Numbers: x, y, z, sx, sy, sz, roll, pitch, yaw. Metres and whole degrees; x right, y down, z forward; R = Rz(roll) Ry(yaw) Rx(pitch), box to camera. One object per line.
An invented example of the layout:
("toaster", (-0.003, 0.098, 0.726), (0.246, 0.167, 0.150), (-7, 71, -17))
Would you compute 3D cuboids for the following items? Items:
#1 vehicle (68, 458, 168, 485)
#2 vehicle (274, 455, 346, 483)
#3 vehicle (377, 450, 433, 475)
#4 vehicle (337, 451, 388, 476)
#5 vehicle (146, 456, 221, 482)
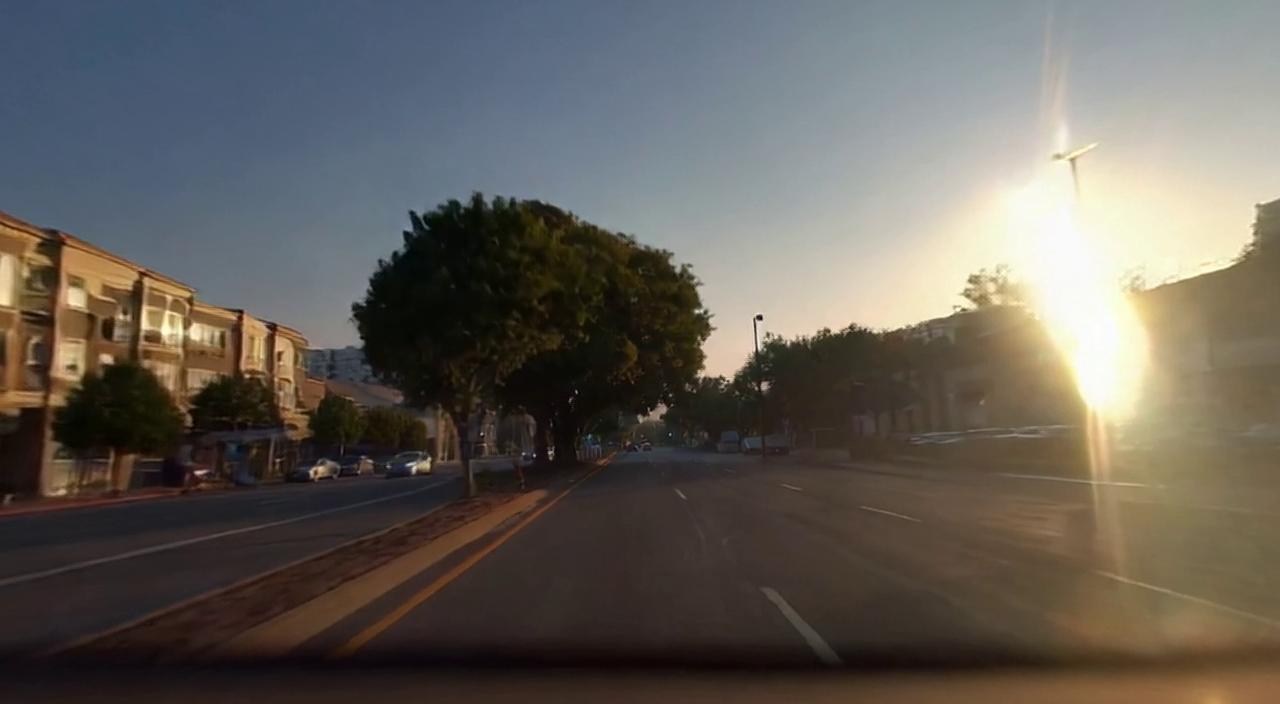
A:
("vehicle", (-30.265, 6.910, 36.692), (4.126, 1.455, 1.791), (0, -9, -2))
("vehicle", (-19.820, 7.037, 38.177), (1.856, 1.479, 4.554), (-1, -8, 1))
("vehicle", (-15.744, 7.394, 42.604), (1.963, 1.500, 4.700), (-1, -8, 1))
("vehicle", (-19.925, 8.013, 45.538), (1.815, 1.629, 4.123), (0, -8, -1))
("vehicle", (-29.860, 7.644, 41.370), (3.637, 1.430, 1.636), (-2, -8, -1))
